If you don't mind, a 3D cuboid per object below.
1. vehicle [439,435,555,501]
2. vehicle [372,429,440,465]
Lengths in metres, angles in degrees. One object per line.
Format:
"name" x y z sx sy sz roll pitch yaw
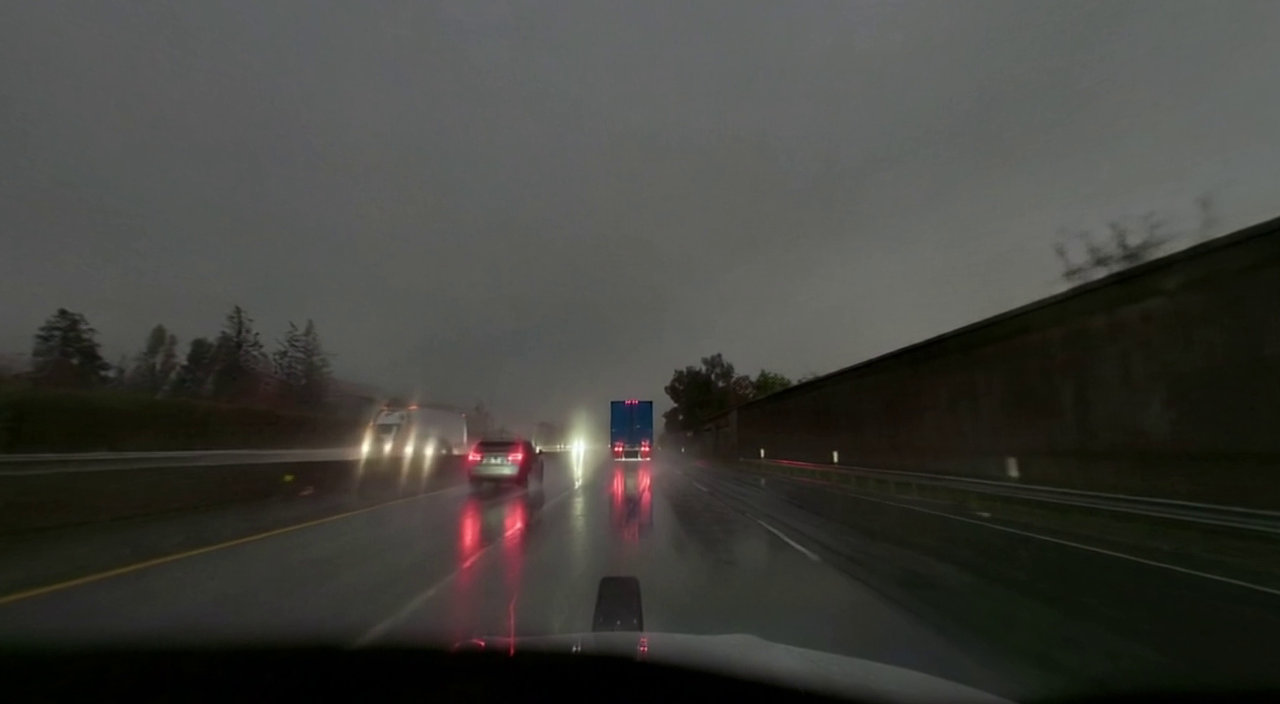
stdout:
"vehicle" -3.662 3.074 16.931 2.057 1.519 4.372 0 -9 1
"vehicle" -13.319 5.479 36.017 2.047 1.878 4.683 0 -9 0
